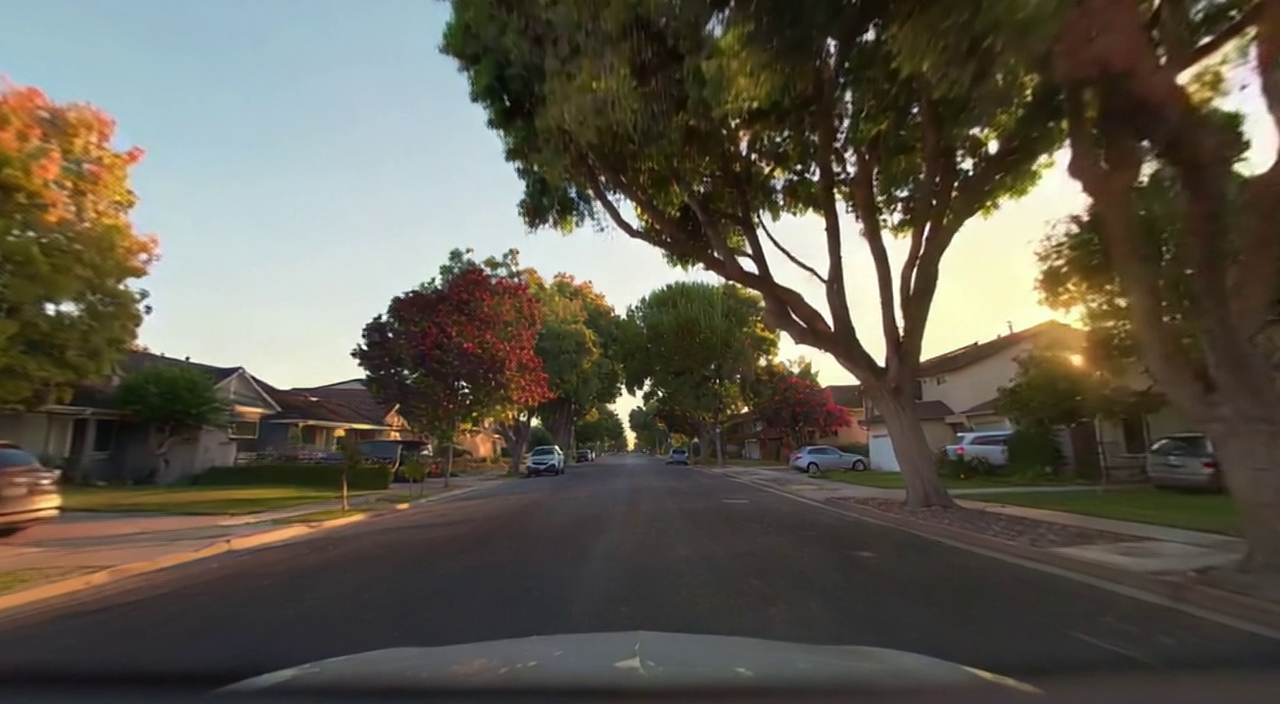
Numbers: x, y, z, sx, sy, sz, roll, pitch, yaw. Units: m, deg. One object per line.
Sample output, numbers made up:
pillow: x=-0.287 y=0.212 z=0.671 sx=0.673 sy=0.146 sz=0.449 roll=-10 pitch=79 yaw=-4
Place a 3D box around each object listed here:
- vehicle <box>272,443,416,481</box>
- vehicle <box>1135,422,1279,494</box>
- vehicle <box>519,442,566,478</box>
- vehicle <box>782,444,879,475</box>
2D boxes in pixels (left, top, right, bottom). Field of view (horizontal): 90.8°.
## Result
vehicle: x=-12.468 y=4.649 z=26.870 sx=5.040 sy=1.541 sz=2.042 roll=0 pitch=-9 yaw=0
vehicle: x=14.595 y=2.485 z=15.054 sx=4.558 sy=1.515 sz=2.013 roll=3 pitch=-9 yaw=-17
vehicle: x=-5.842 y=6.514 z=38.432 sx=2.341 sy=1.942 sz=5.044 roll=0 pitch=-9 yaw=-3
vehicle: x=10.042 y=5.718 z=33.605 sx=4.497 sy=1.564 sz=1.948 roll=0 pitch=-8 yaw=-2
